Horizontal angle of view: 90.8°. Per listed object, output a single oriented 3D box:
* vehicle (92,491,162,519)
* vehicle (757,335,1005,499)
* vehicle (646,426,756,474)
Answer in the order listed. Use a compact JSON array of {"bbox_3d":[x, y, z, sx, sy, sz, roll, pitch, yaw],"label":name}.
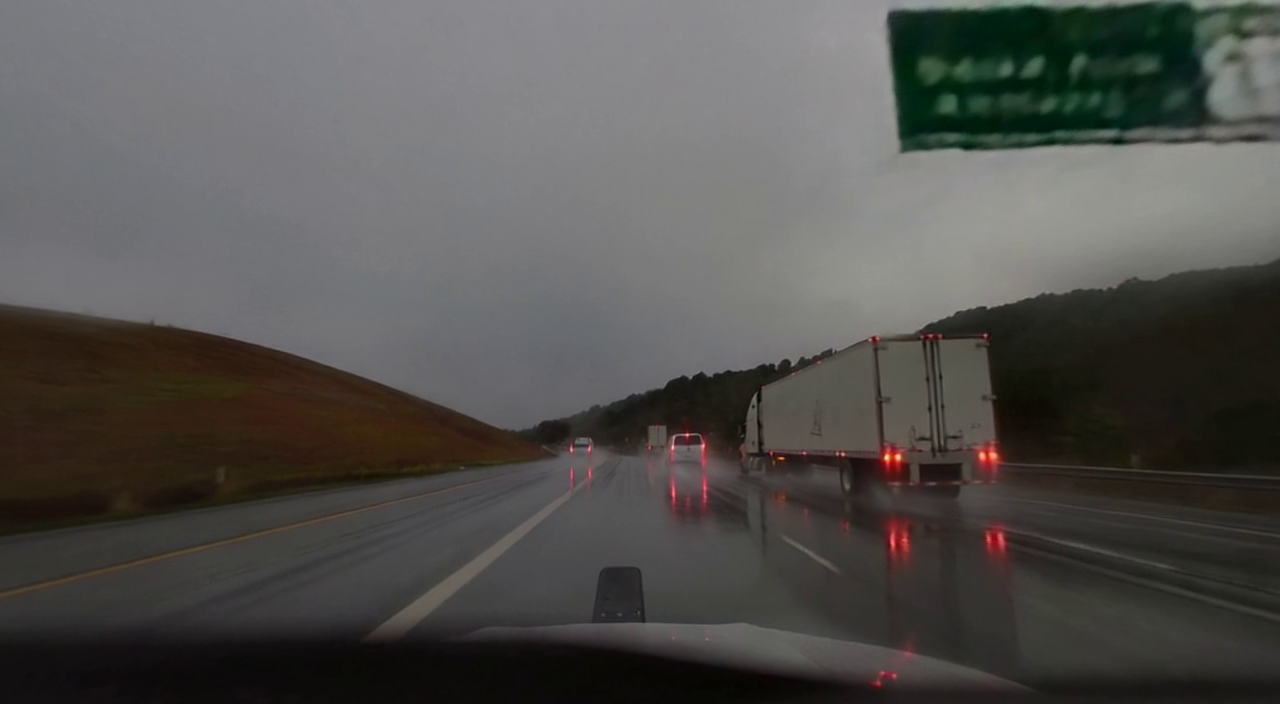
[{"bbox_3d":[-33.133,9.879,40.939,1.532,1.395,3.533,0,-8,0],"label":"vehicle"},{"bbox_3d":[7.668,2.842,24.368,2.935,4.187,16.357,0,-8,-1],"label":"vehicle"},{"bbox_3d":[2.932,4.855,31.412,5.075,2.277,2.365,0,-9,-3],"label":"vehicle"}]
